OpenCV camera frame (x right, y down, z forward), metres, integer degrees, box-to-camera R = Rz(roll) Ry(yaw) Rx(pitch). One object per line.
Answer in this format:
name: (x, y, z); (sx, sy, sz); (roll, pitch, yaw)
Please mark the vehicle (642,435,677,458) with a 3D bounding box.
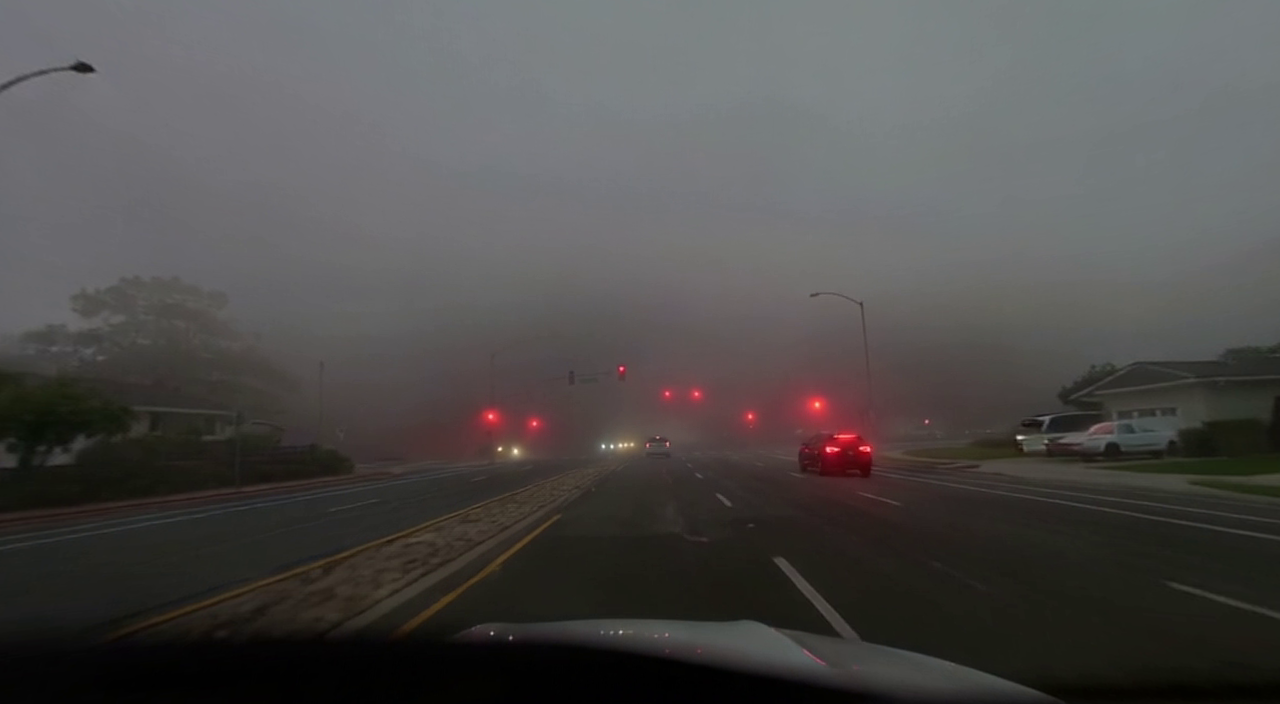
vehicle: (1.498, 6.987, 46.603); (2.074, 1.570, 3.647); (0, -8, 9)
